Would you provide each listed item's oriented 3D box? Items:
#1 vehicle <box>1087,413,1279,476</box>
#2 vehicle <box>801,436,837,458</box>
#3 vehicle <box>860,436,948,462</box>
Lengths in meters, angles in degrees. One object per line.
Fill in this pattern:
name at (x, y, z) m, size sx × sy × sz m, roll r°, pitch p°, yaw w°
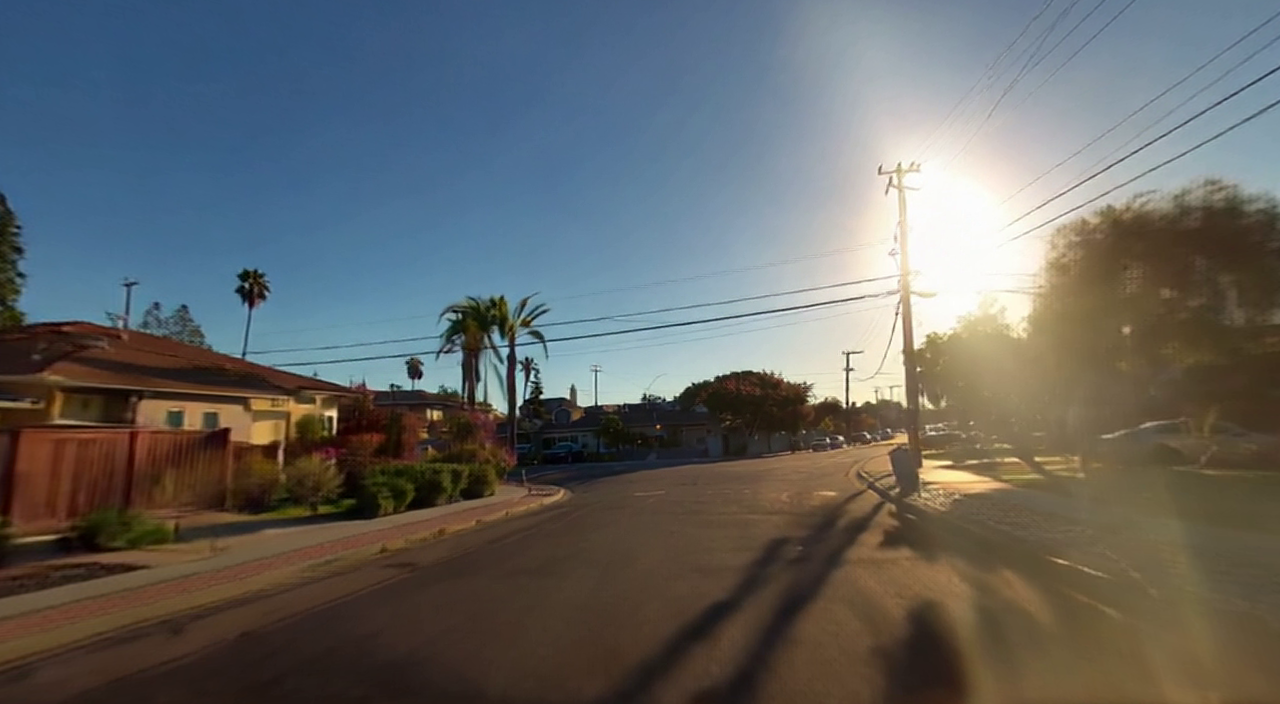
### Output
vehicle at (14.557, 2.354, 16.083) m, size 4.641 × 1.498 × 2.001 m, roll -1°, pitch -9°, yaw 8°
vehicle at (14.128, 7.485, 49.647) m, size 1.955 × 1.632 × 3.688 m, roll -4°, pitch -9°, yaw 26°
vehicle at (15.304, 5.654, 36.770) m, size 4.531 × 1.447 × 1.814 m, roll -4°, pitch -10°, yaw 21°
